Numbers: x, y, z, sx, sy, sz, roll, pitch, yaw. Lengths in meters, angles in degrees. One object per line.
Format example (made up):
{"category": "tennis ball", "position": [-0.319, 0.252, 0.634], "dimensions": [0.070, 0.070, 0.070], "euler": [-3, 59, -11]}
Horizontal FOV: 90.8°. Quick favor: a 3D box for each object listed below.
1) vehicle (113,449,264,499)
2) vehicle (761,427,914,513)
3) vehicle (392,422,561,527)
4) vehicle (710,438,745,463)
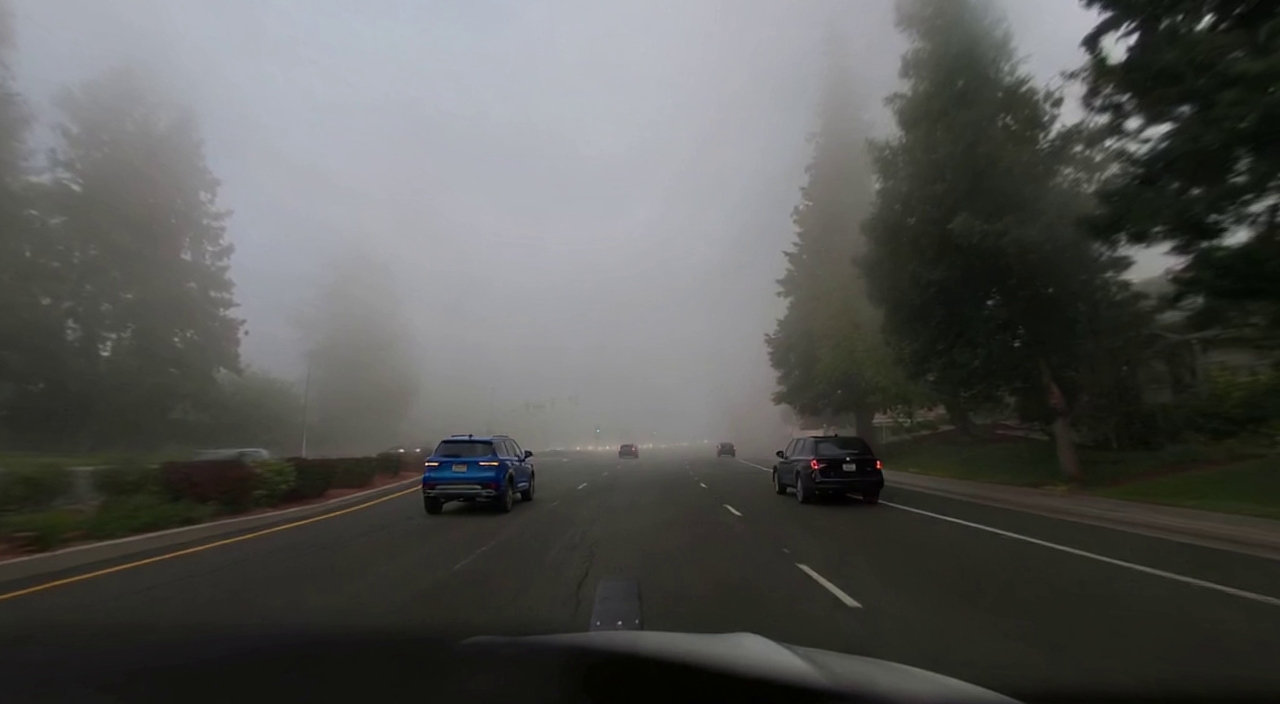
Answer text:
{"category": "vehicle", "position": [-14.931, 4.015, 21.239], "dimensions": [1.767, 1.433, 4.352], "euler": [0, -8, 1]}
{"category": "vehicle", "position": [4.281, 2.627, 14.577], "dimensions": [2.132, 1.659, 4.387], "euler": [0, -8, 1]}
{"category": "vehicle", "position": [-2.953, 2.339, 12.642], "dimensions": [2.045, 1.688, 4.632], "euler": [0, -8, 1]}
{"category": "vehicle", "position": [6.153, 6.943, 44.701], "dimensions": [2.169, 1.669, 4.037], "euler": [-1, -8, 4]}
